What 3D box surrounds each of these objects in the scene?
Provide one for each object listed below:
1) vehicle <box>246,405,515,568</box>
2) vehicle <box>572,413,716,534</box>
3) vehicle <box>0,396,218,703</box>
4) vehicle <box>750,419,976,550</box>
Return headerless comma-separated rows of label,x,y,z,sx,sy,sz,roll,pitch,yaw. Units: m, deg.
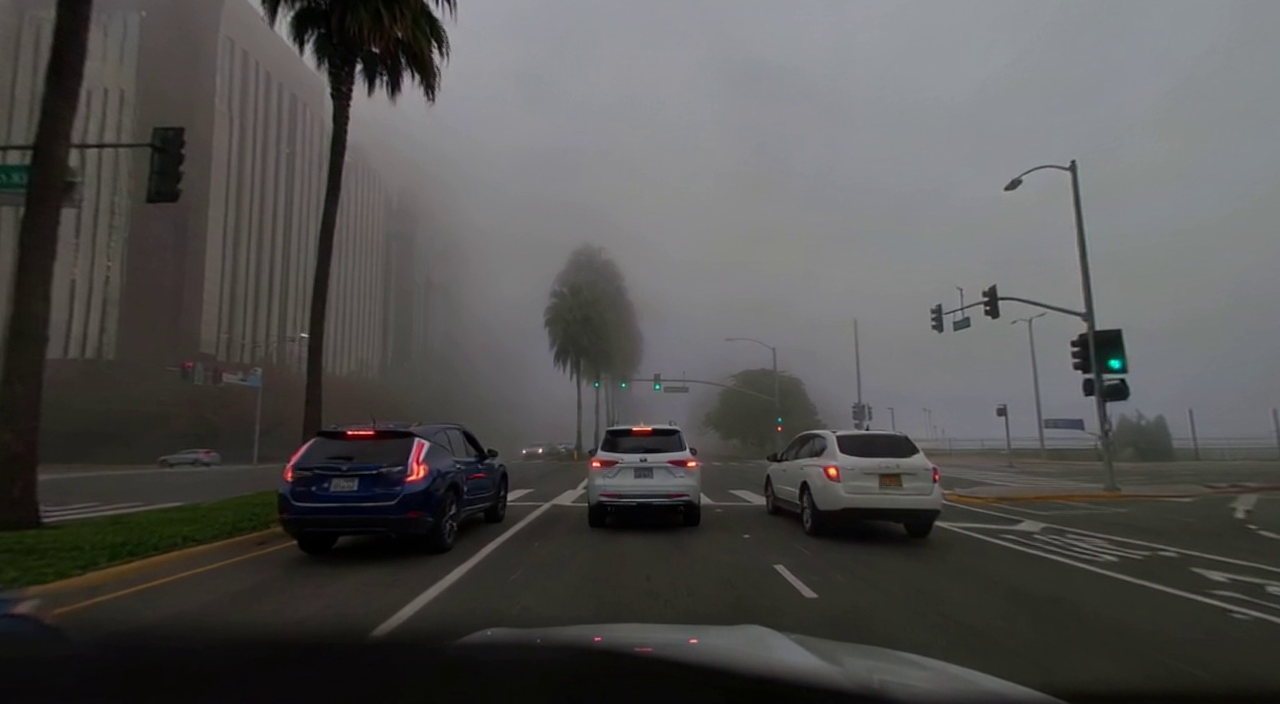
vehicle,-3.163,1.730,8.790,1.938,1.713,4.048,0,-9,1
vehicle,0.058,2.065,11.271,2.060,1.730,4.257,0,-9,0
vehicle,-3.199,0.716,0.933,1.962,1.480,4.605,0,-9,0
vehicle,3.059,1.904,9.689,1.936,1.567,3.896,0,-9,-2
